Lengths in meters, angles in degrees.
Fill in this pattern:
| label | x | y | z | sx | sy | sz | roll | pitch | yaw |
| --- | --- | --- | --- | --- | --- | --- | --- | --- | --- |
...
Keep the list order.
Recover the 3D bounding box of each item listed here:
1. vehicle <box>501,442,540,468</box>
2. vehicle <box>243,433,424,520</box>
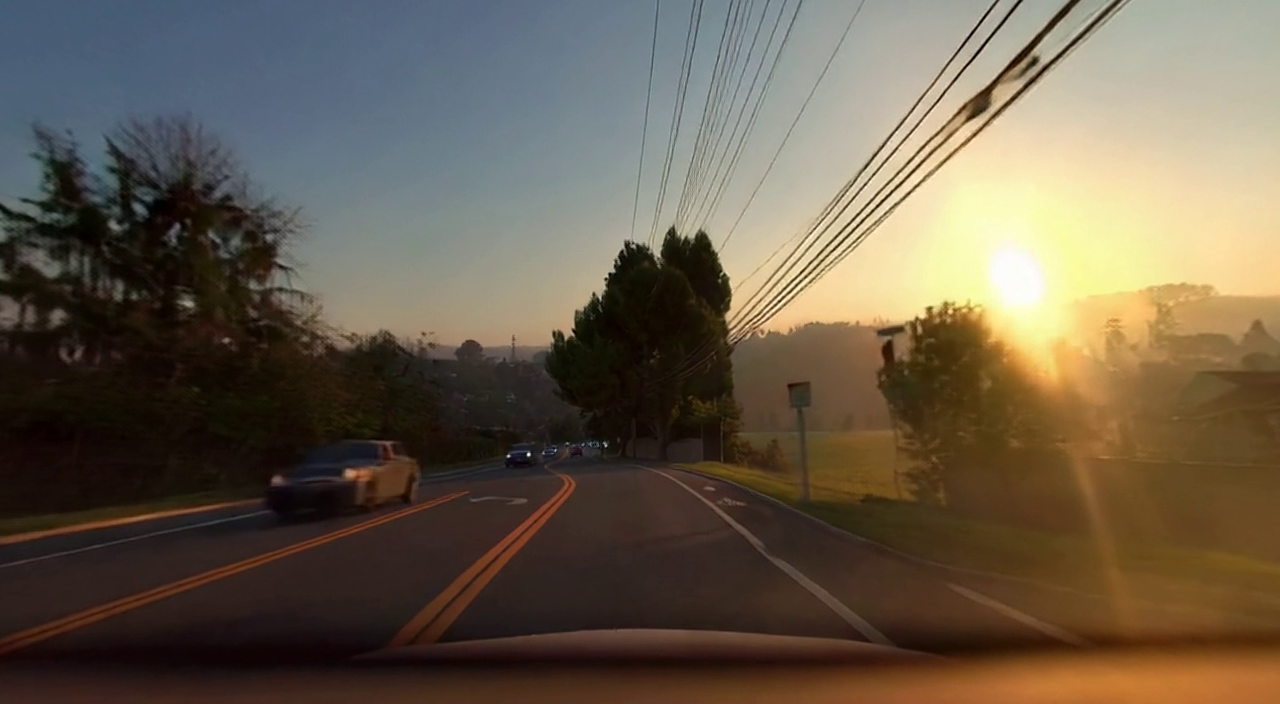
| label | x | y | z | sx | sy | sz | roll | pitch | yaw |
| --- | --- | --- | --- | --- | --- | --- | --- | --- | --- |
| vehicle | -8.584 | 7.435 | 45.847 | 2.220 | 1.817 | 4.839 | 0 | -8 | -4 |
| vehicle | -6.768 | 2.758 | 14.653 | 2.116 | 1.672 | 4.438 | 0 | -8 | -2 |
